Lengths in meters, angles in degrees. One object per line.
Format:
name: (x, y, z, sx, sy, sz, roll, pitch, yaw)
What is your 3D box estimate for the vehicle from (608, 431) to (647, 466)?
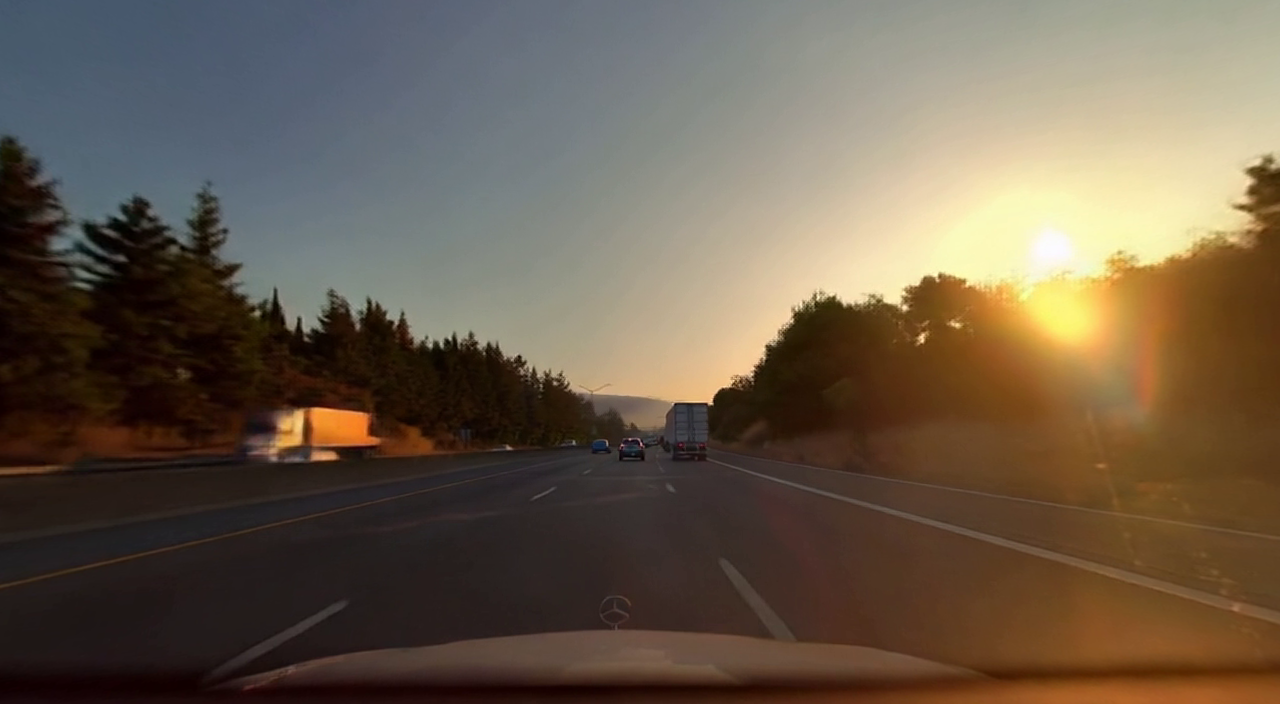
vehicle: (-0.694, 5.770, 37.612, 2.211, 1.933, 4.315, 0, -8, 1)

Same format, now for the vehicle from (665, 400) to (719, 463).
vehicle: (3.691, 6.280, 48.775, 3.005, 4.121, 14.417, 0, -8, 0)

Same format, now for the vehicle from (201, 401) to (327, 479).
vehicle: (-20.329, 4.817, 34.534, 2.980, 3.867, 5.903, -1, -8, 2)
